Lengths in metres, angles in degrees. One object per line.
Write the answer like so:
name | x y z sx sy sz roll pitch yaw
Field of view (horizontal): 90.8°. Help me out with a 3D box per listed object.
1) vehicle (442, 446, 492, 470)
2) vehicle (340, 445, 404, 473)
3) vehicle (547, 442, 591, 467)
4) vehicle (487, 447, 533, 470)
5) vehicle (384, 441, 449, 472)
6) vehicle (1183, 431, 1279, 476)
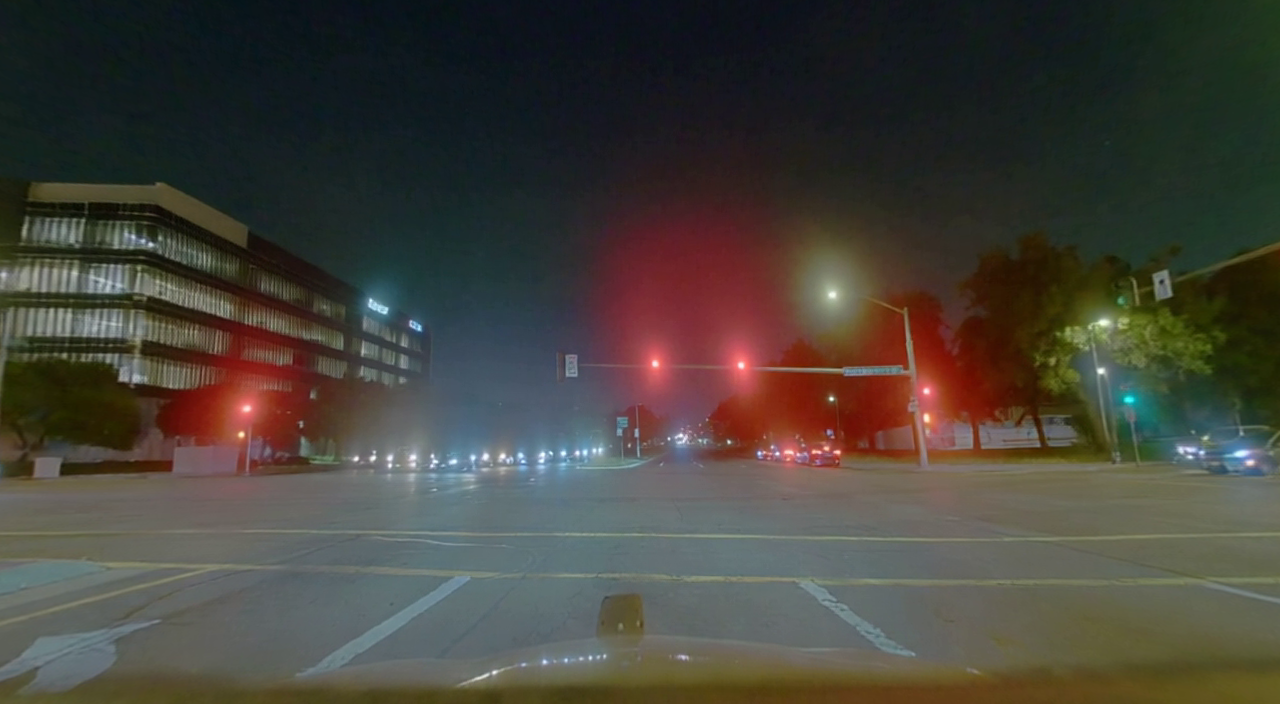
vehicle | -11.639 7.150 42.815 2.003 1.476 4.297 -1 -9 2
vehicle | -18.549 7.416 44.086 2.237 1.842 5.116 0 -9 0
vehicle | -4.531 6.619 40.916 2.109 1.461 4.637 -1 -9 2
vehicle | -8.067 6.627 39.541 1.910 1.288 4.093 -1 -9 1
vehicle | -15.135 7.126 43.243 2.340 1.946 5.450 -1 -9 1
vehicle | 22.324 3.565 22.353 4.474 1.477 1.908 0 -9 -3
